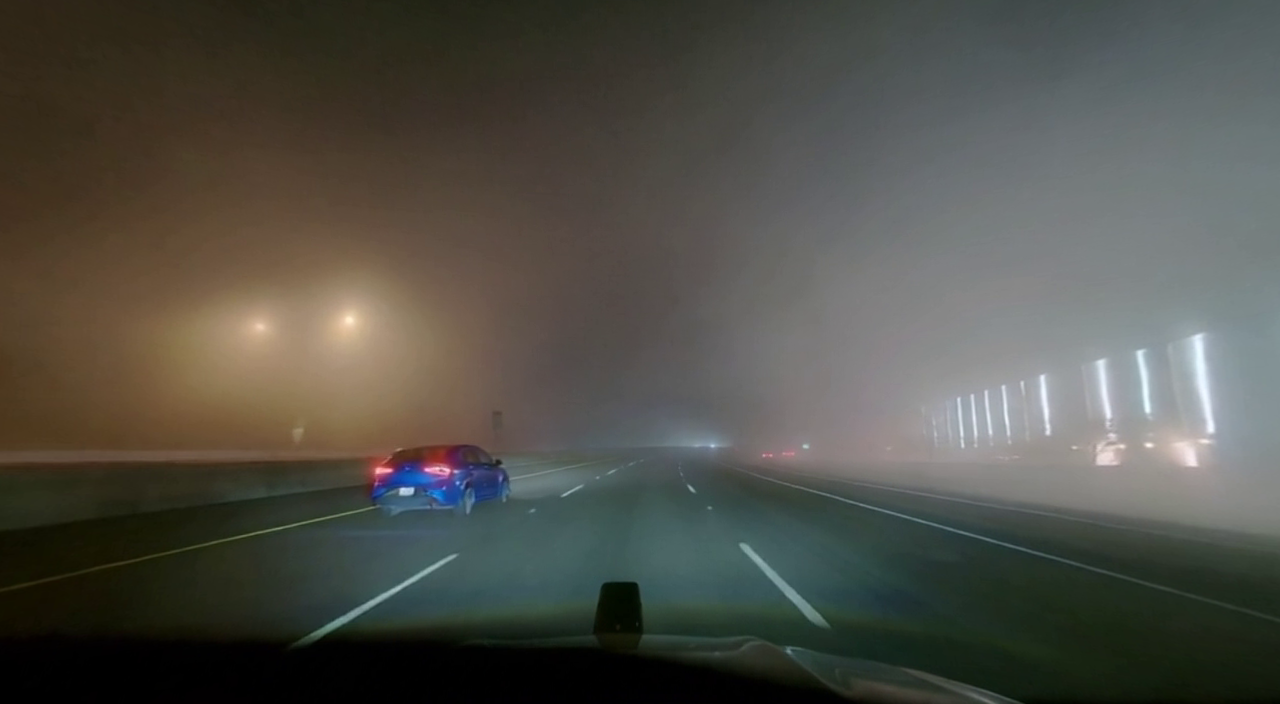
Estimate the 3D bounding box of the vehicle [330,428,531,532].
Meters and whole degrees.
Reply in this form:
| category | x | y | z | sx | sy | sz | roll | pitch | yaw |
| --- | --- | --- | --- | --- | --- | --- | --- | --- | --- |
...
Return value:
| category | x | y | z | sx | sy | sz | roll | pitch | yaw |
| --- | --- | --- | --- | --- | --- | --- | --- | --- | --- |
| vehicle | -3.606 | 2.313 | 12.042 | 2.087 | 1.566 | 4.756 | 0 | -9 | 2 |
